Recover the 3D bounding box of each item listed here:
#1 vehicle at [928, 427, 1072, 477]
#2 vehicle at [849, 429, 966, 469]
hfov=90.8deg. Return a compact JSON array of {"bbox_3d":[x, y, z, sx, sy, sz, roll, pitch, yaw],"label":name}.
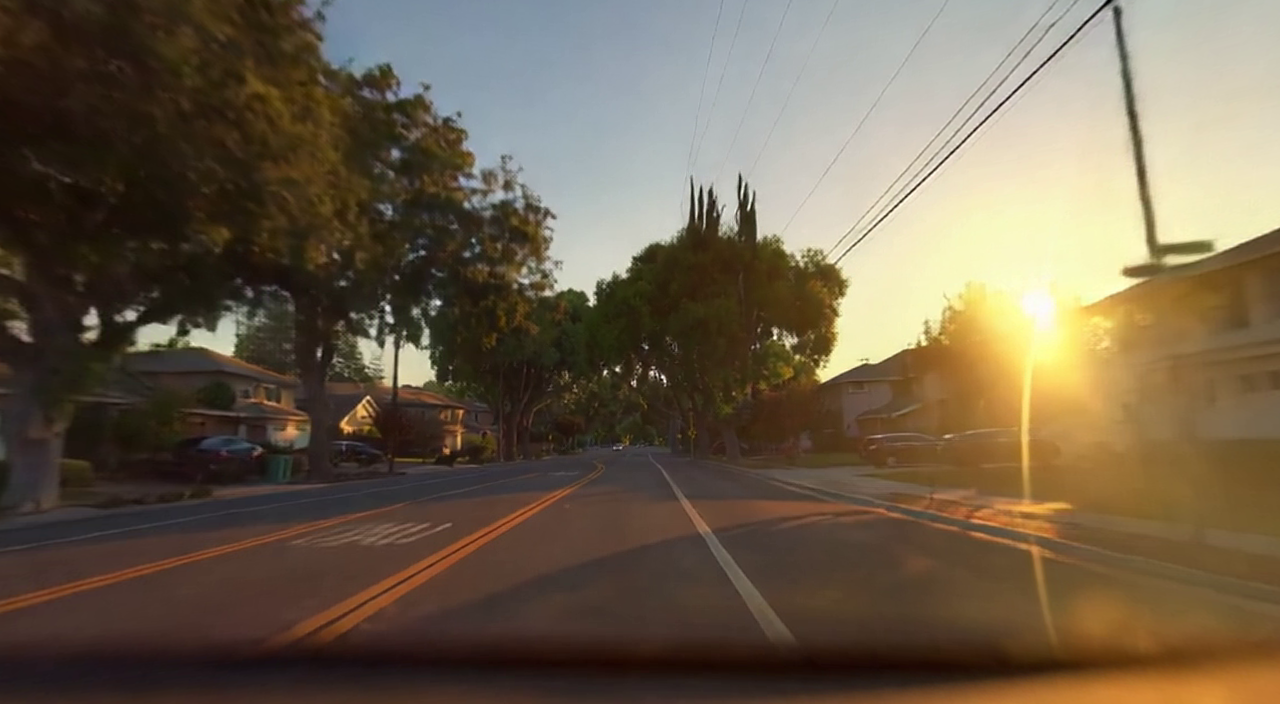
[{"bbox_3d":[14.746,4.118,26.153,4.652,1.871,2.097,0,-8,7],"label":"vehicle"},{"bbox_3d":[13.250,4.837,31.573,4.912,1.895,2.047,-1,-8,7],"label":"vehicle"}]
